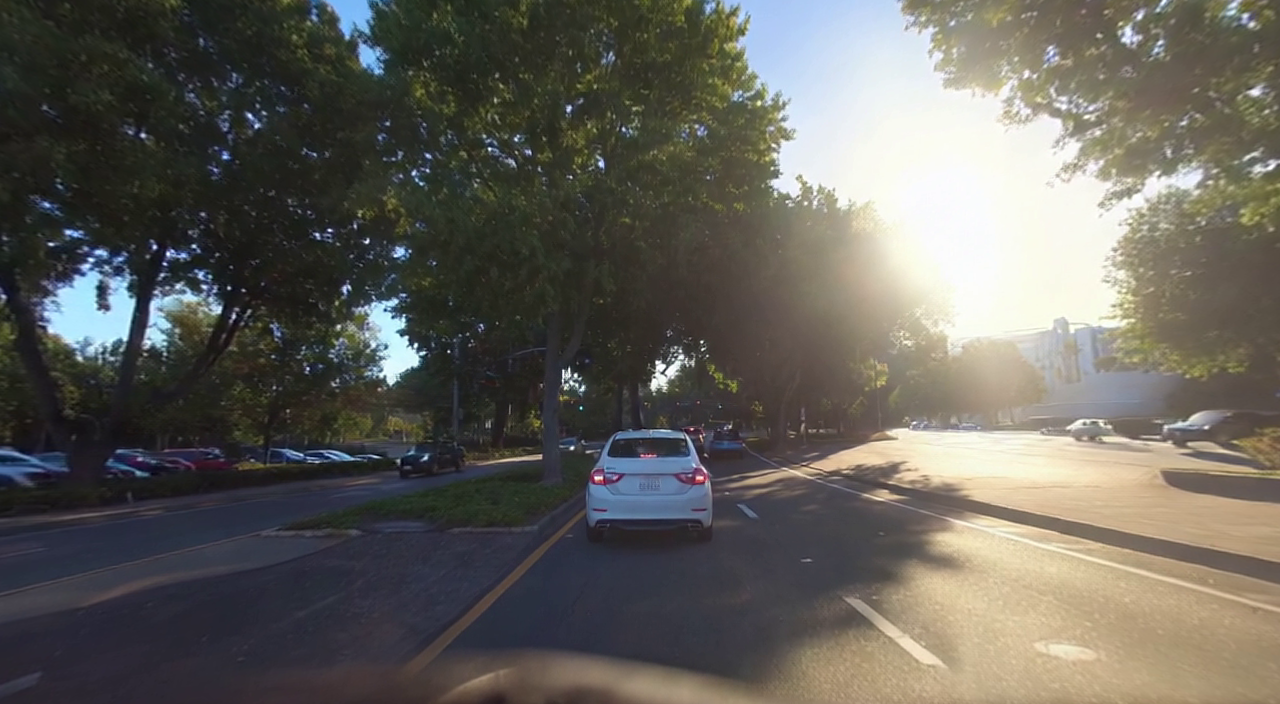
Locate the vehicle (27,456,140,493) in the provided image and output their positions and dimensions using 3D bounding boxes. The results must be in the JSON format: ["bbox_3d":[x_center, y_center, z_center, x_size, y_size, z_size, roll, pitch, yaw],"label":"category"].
[{"bbox_3d":[-27.267,5.990,30.951,4.272,1.438,1.801,-5,-9,9],"label":"vehicle"}]

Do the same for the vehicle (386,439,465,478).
[{"bbox_3d":[-10.199,5.074,30.426,2.005,1.701,4.355,-1,-8,5],"label":"vehicle"}]

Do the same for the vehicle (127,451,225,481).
[{"bbox_3d":[-26.686,6.554,36.316,4.256,1.633,1.940,-1,-8,6],"label":"vehicle"}]

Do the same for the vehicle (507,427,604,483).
[{"bbox_3d":[-2.895,3.673,22.783,2.057,1.786,4.725,-2,-8,11],"label":"vehicle"}]

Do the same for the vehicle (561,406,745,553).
[{"bbox_3d":[0.171,1.800,9.563,2.154,1.710,4.128,-1,-8,1],"label":"vehicle"}]
